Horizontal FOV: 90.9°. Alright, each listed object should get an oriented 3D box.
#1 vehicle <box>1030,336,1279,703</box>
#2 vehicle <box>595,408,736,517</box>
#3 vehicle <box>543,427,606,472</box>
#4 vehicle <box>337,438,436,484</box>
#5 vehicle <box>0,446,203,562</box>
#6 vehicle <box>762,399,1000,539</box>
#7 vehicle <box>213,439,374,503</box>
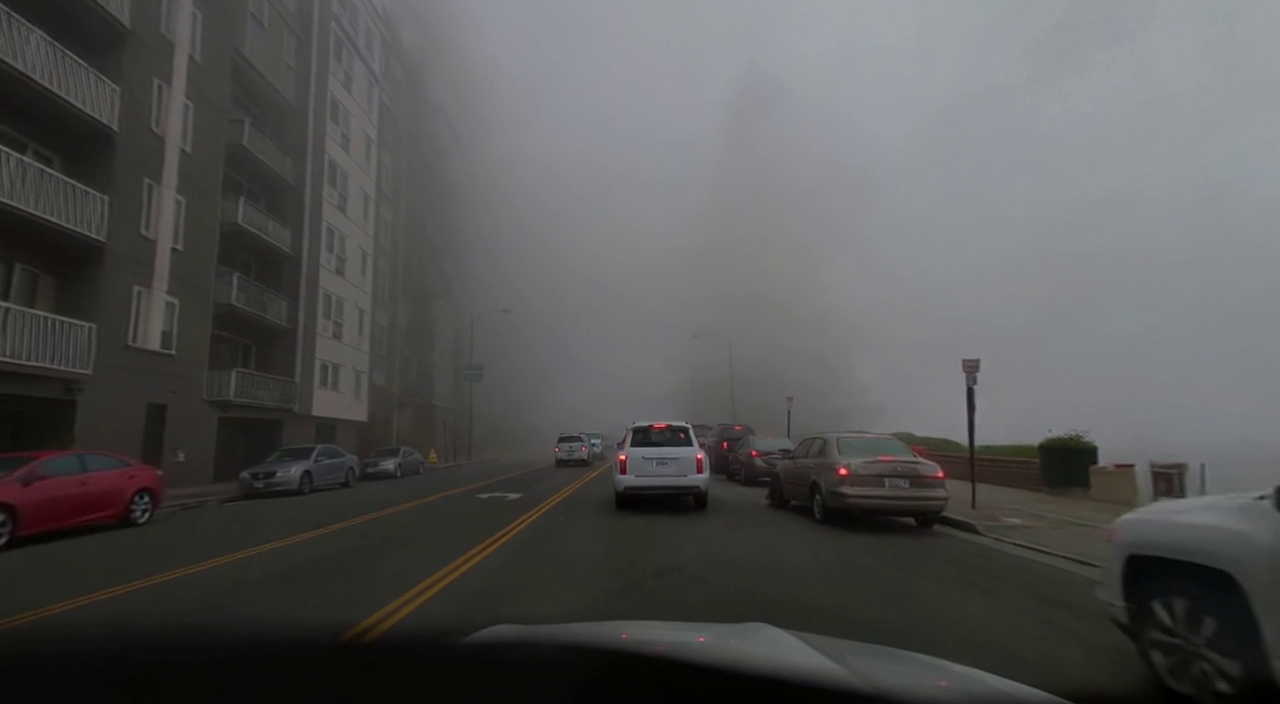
[{"bbox_3d":[3.609,0.677,1.663,2.076,1.722,4.721,0,-8,0],"label":"vehicle"},{"bbox_3d":[0.436,2.080,12.236,2.261,1.740,4.065,0,-8,1],"label":"vehicle"},{"bbox_3d":[-2.682,4.120,26.787,2.219,1.746,4.197,0,-8,0],"label":"vehicle"},{"bbox_3d":[-9.328,4.022,23.616,1.955,1.555,4.424,0,-8,-2],"label":"vehicle"},{"bbox_3d":[-9.295,2.210,9.743,2.021,1.474,4.337,0,-8,-2],"label":"vehicle"},{"bbox_3d":[3.636,1.879,10.672,2.158,1.828,4.573,0,-8,0],"label":"vehicle"},{"bbox_3d":[-9.416,3.229,17.634,2.002,1.546,4.339,0,-8,1],"label":"vehicle"}]
